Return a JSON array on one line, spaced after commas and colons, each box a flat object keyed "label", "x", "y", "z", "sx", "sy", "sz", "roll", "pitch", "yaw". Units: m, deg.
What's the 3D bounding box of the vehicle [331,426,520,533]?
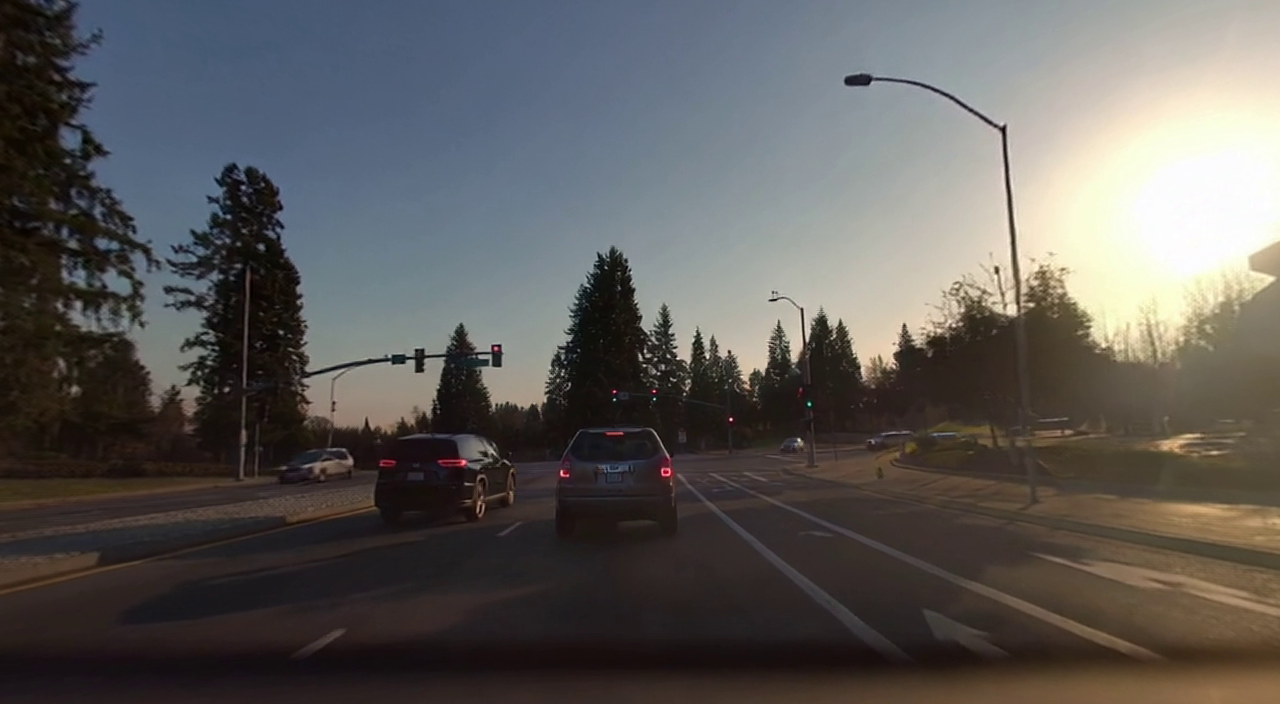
[{"label": "vehicle", "x": -3.822, "y": 2.347, "z": 12.254, "sx": 2.009, "sy": 1.673, "sz": 4.454, "roll": 0, "pitch": -8, "yaw": 1}]

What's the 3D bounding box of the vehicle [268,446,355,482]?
[{"label": "vehicle", "x": -16.059, "y": 5.511, "z": 31.187, "sx": 2.003, "sy": 1.653, "sz": 4.388, "roll": 0, "pitch": -10, "yaw": -2}]

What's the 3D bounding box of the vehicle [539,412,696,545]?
[{"label": "vehicle", "x": -0.268, "y": 2.098, "z": 11.187, "sx": 2.131, "sy": 1.793, "sz": 5.016, "roll": 0, "pitch": -8, "yaw": 1}]
